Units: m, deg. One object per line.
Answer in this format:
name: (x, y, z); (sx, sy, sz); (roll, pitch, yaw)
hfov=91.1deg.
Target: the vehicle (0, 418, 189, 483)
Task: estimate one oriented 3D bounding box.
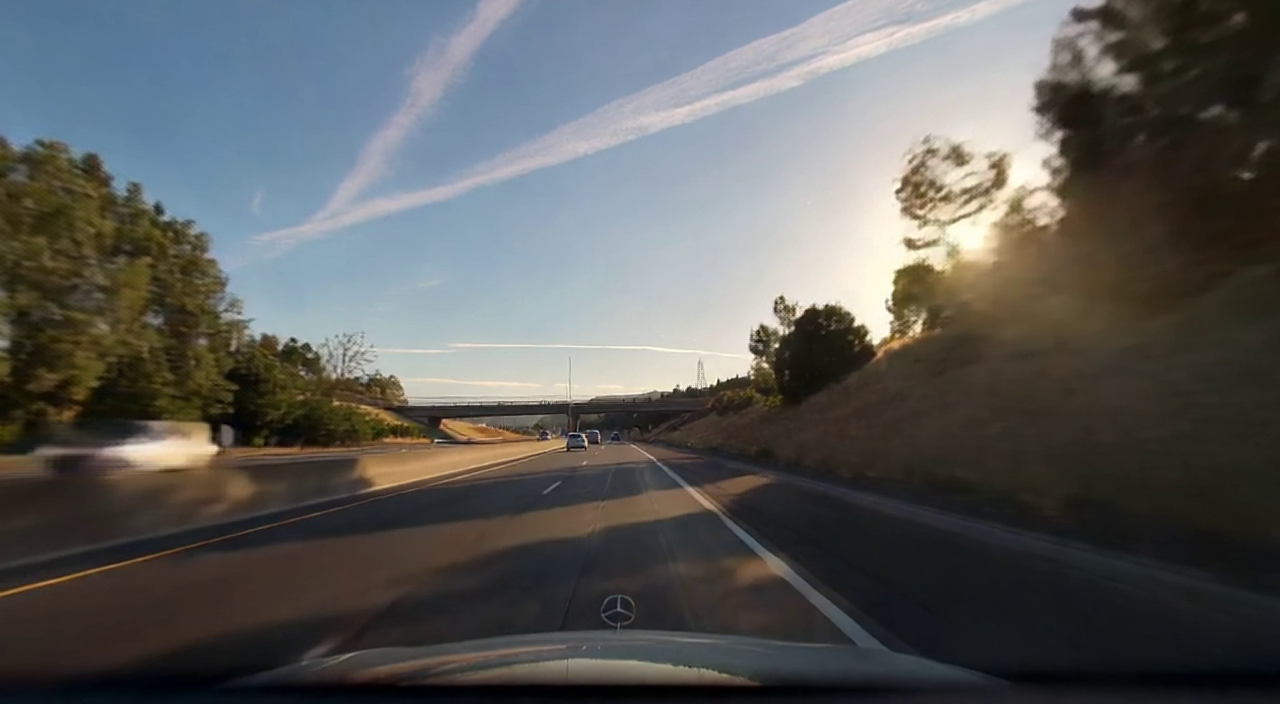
vehicle: (-14.927, 2.650, 17.227); (1.858, 1.521, 4.450); (0, -8, -1)
